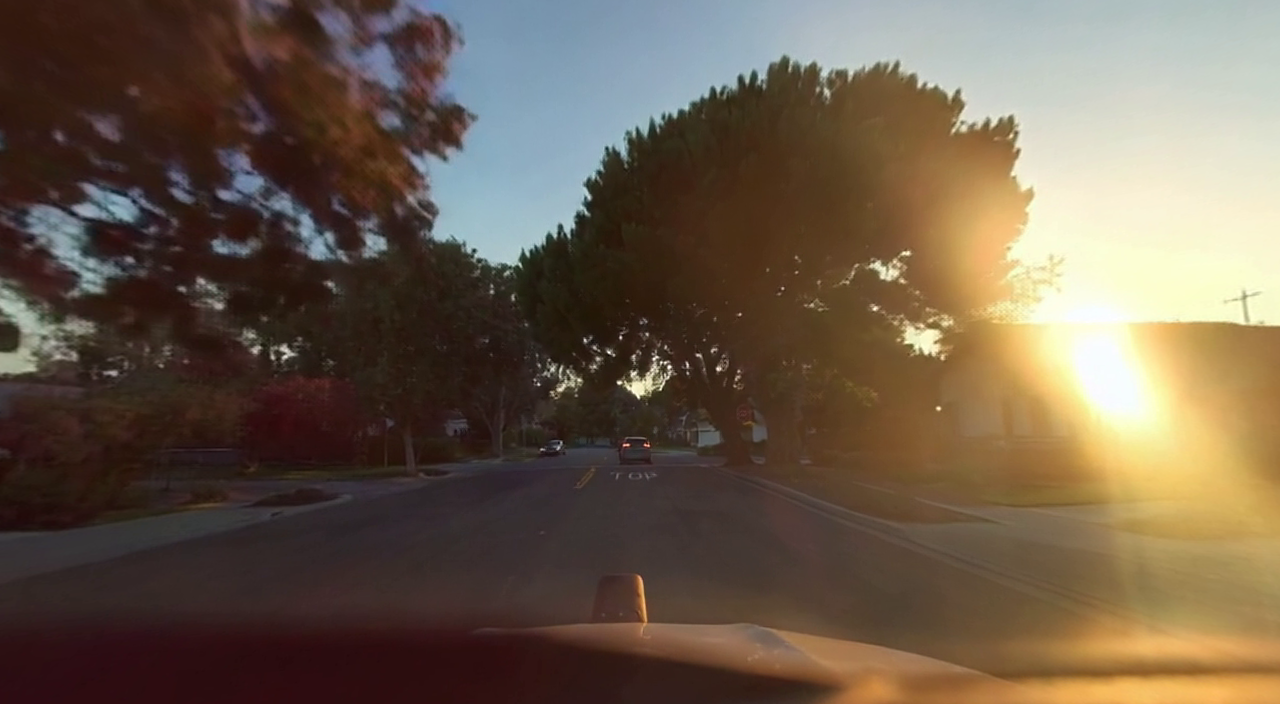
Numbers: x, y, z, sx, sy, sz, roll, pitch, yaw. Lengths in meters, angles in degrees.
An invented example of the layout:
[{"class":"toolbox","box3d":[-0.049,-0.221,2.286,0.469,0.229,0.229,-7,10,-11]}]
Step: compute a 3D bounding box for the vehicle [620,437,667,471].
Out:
[{"class":"vehicle","box3d":[0.130,4.801,29.812,2.043,1.484,4.340,0,-8,-1]}]
